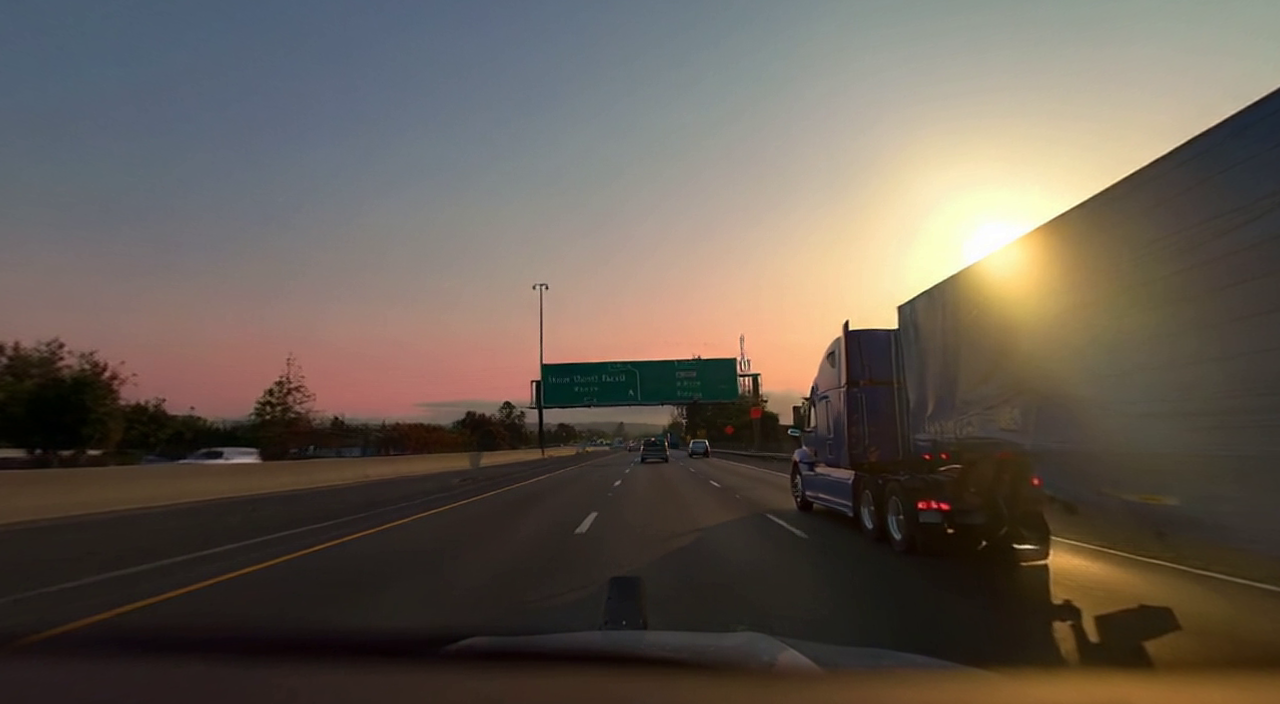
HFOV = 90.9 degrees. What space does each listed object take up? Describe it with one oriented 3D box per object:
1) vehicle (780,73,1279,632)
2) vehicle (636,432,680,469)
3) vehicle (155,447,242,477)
[{"bbox_3d":[4.400,0.515,8.730,3.030,3.985,8.655,-1,-8,1],"label":"vehicle"},{"bbox_3d":[0.946,5.335,34.400,2.205,1.860,4.301,0,-8,1],"label":"vehicle"},{"bbox_3d":[-24.708,6.148,35.461,1.780,1.583,3.815,-1,-9,7],"label":"vehicle"}]
